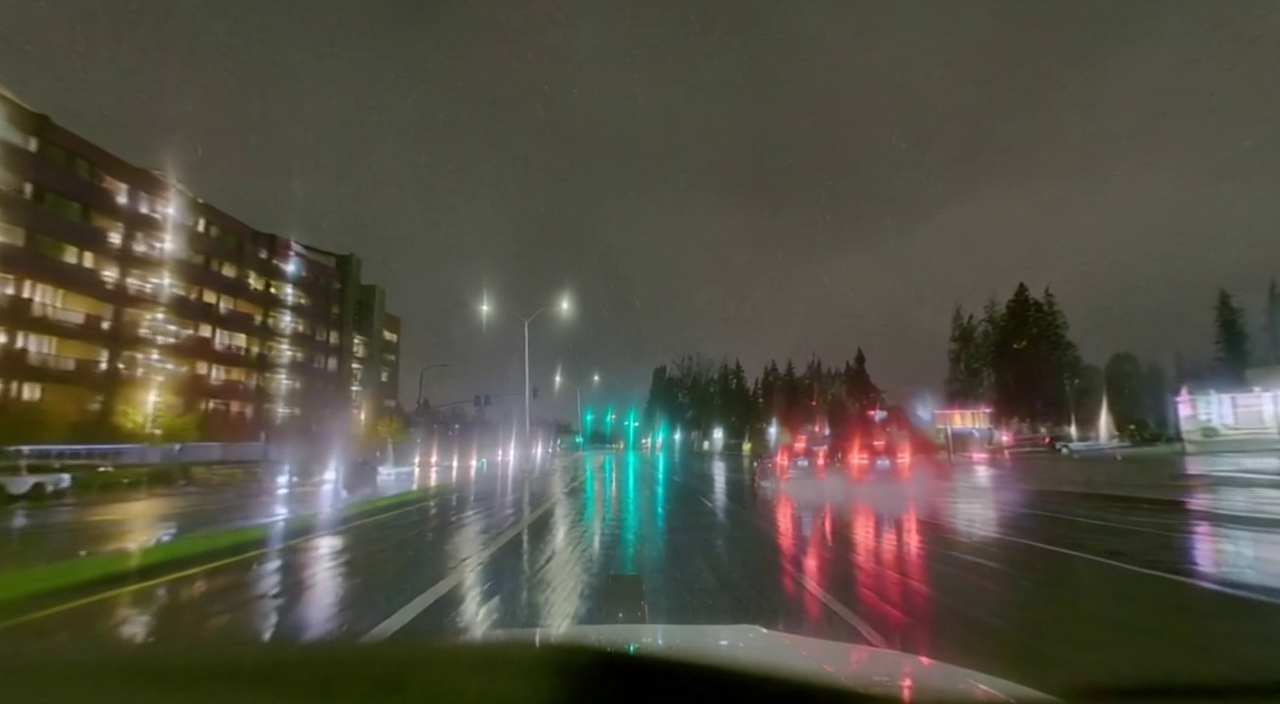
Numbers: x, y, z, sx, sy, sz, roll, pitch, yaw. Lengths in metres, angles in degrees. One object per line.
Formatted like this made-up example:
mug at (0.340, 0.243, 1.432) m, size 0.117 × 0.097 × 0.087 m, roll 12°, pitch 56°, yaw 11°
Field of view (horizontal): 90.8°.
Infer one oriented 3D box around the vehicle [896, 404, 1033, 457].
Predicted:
vehicle at (20.947, 5.112, 41.100) m, size 7.305 × 3.266 × 2.842 m, roll 0°, pitch -9°, yaw -3°

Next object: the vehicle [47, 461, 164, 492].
vehicle at (-30.484, 7.105, 36.168) m, size 4.821 × 1.605 × 2.028 m, roll 0°, pitch -9°, yaw 0°

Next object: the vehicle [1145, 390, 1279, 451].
vehicle at (32.992, 4.071, 35.956) m, size 2.670 × 3.093 × 7.117 m, roll -1°, pitch -9°, yaw 3°

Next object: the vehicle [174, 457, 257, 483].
vehicle at (-29.779, 8.273, 44.409) m, size 4.382 × 1.659 × 1.917 m, roll 0°, pitch -9°, yaw -1°

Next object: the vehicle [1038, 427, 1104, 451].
vehicle at (33.183, 6.756, 48.778) m, size 1.939 × 1.670 × 4.169 m, roll -1°, pitch -10°, yaw -3°
